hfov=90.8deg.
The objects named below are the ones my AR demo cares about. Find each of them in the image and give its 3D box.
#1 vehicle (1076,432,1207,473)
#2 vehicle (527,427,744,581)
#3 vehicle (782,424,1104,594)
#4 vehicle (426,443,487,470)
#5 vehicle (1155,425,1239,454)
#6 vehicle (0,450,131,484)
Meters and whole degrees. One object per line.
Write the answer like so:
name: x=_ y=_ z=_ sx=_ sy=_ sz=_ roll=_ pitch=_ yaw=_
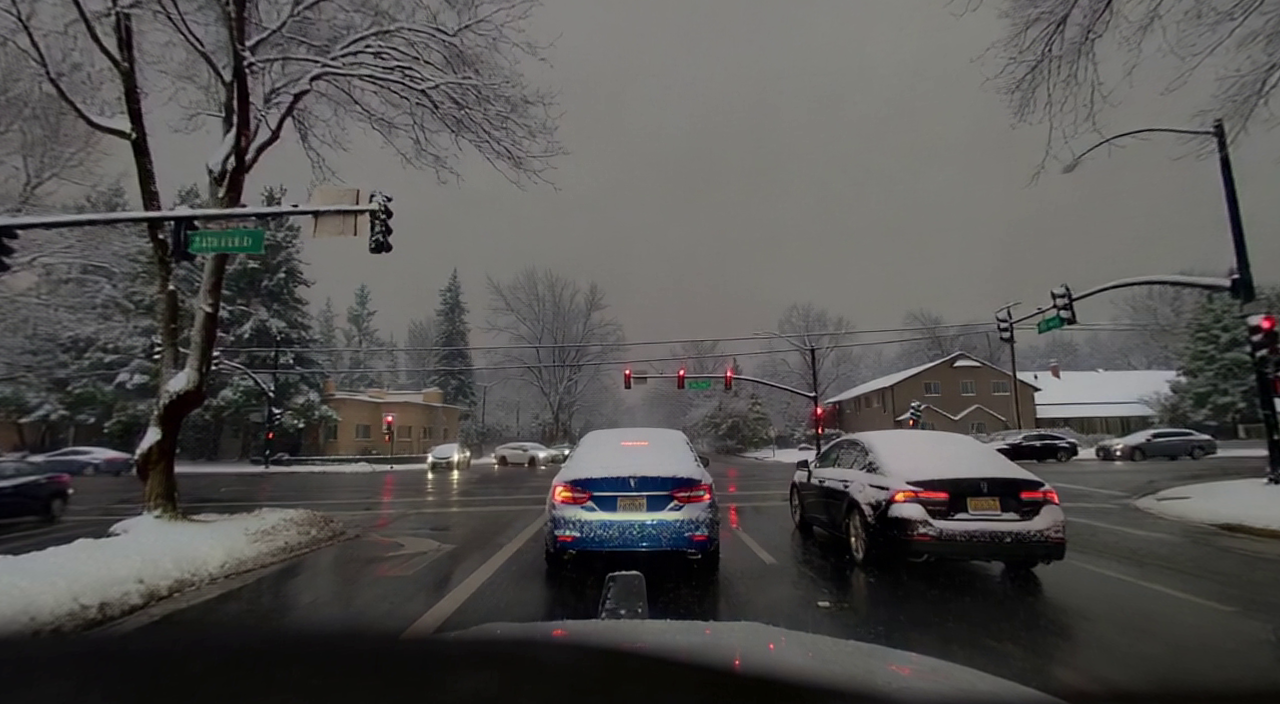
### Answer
vehicle: x=23.972 y=4.788 z=30.321 sx=4.520 sy=1.762 sz=2.005 roll=-2 pitch=-8 yaw=-1
vehicle: x=-0.061 y=1.783 z=8.248 sx=2.103 sy=1.478 sz=4.073 roll=0 pitch=-8 yaw=-1
vehicle: x=3.181 y=1.713 z=7.765 sx=1.913 sy=1.505 sz=4.097 roll=0 pitch=-8 yaw=0
vehicle: x=-11.192 y=6.424 z=38.940 sx=2.102 sy=1.531 sz=5.072 roll=0 pitch=-8 yaw=1
vehicle: x=41.711 y=6.582 z=47.359 sx=4.388 sy=2.079 sz=1.960 roll=0 pitch=-8 yaw=-2
vehicle: x=-28.174 y=5.614 z=31.058 sx=4.538 sy=1.591 sz=1.949 roll=0 pitch=-8 yaw=1
